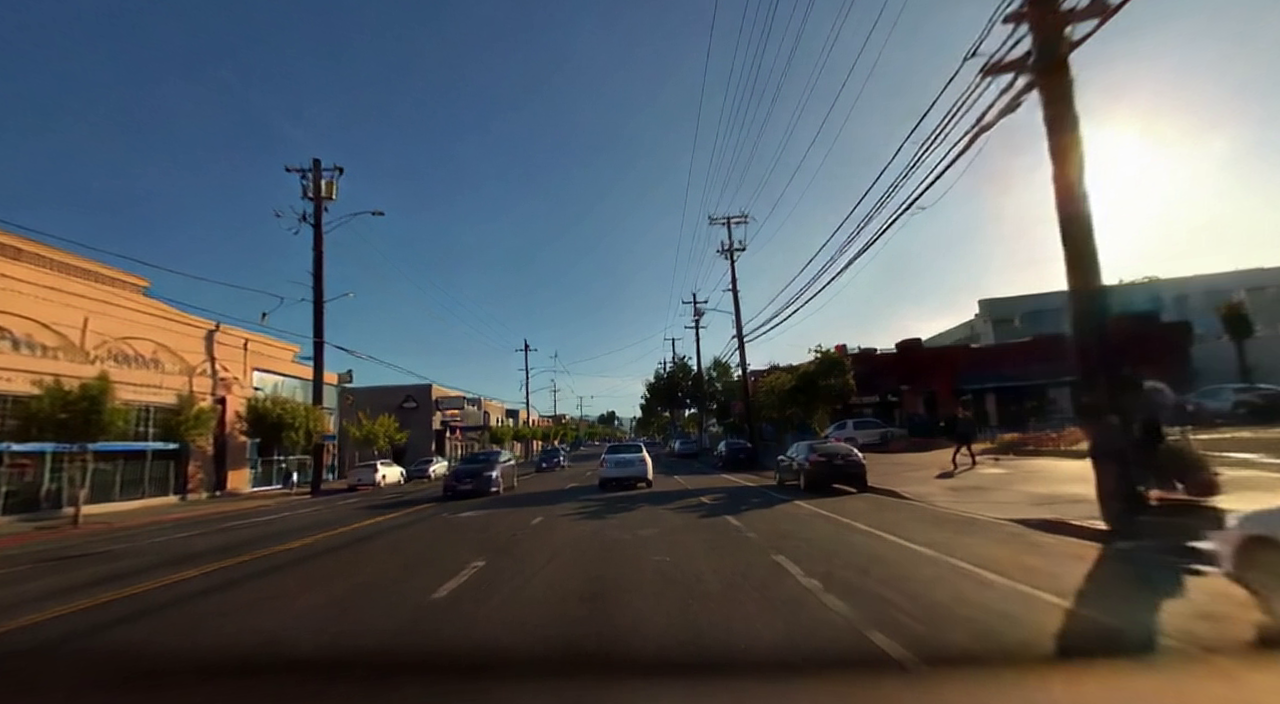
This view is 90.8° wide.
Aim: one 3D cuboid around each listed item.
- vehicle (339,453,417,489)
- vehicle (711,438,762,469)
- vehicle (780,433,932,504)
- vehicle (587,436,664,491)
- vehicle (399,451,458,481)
[{"bbox_3d":[-11.870,5.391,28.969,1.828,1.457,4.371,0,-8,-2],"label":"vehicle"},{"bbox_3d":[5.088,5.438,33.989,1.937,1.523,4.541,0,-8,-1],"label":"vehicle"},{"bbox_3d":[5.056,2.795,15.606,1.987,1.459,4.677,0,-8,-2],"label":"vehicle"},{"bbox_3d":[-0.422,3.352,19.323,2.116,1.479,3.980,0,-8,-1],"label":"vehicle"},{"bbox_3d":[-11.655,6.282,35.075,1.817,1.480,4.282,0,-8,-1],"label":"vehicle"}]
